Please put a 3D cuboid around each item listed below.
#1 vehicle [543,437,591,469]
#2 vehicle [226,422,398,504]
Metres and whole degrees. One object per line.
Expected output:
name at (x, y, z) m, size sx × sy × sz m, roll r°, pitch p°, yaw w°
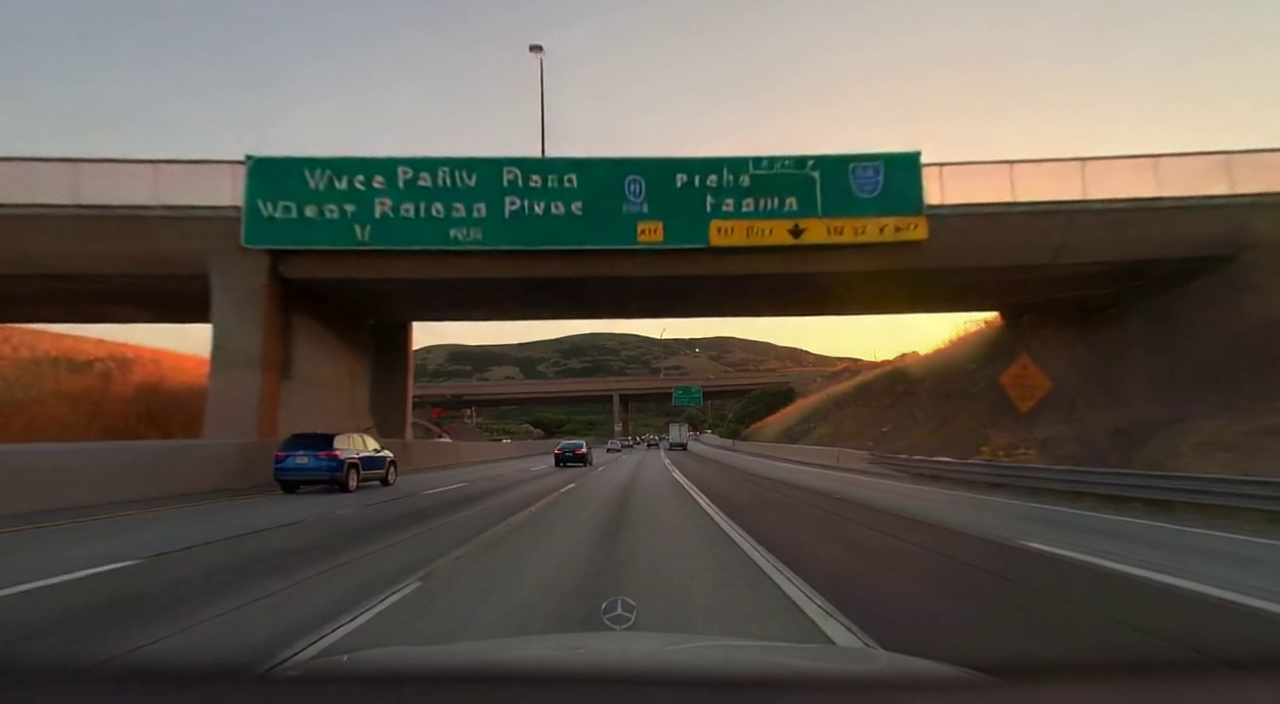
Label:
vehicle at (-3.668, 5.182, 32.468) m, size 1.925 × 1.509 × 4.363 m, roll 0°, pitch -9°, yaw 1°
vehicle at (-7.646, 2.619, 15.282) m, size 1.860 × 1.694 × 4.173 m, roll 0°, pitch -9°, yaw 0°
